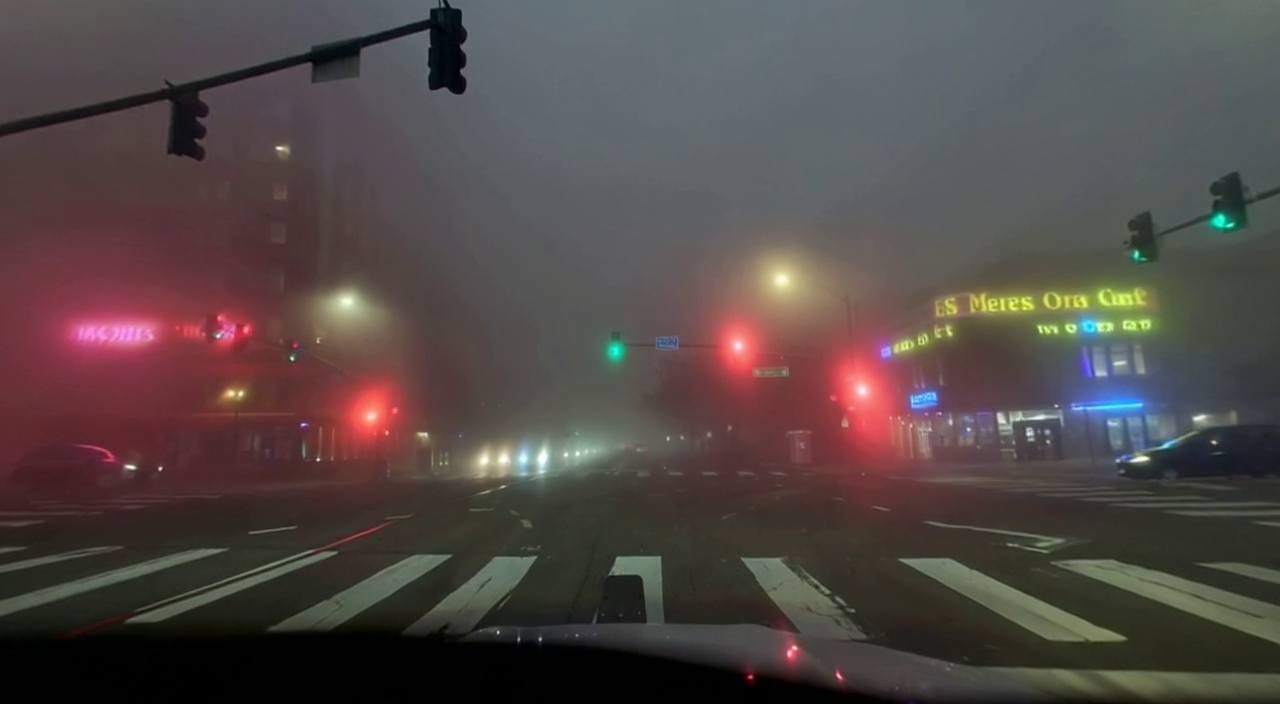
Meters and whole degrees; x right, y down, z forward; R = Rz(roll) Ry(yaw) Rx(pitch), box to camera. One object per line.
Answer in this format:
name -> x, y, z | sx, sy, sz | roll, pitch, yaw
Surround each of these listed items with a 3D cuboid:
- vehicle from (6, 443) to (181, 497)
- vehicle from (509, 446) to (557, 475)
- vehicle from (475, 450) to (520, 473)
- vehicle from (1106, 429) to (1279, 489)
vehicle -> -21.158, 4.543, 24.585 | 5.161, 1.910, 2.275 | -2, -9, 11
vehicle -> -6.782, 6.915, 40.586 | 2.181, 1.703, 4.512 | -1, -9, 1
vehicle -> -9.846, 7.607, 44.002 | 2.106, 1.505, 4.228 | 0, -9, 0
vehicle -> 15.418, 2.799, 16.602 | 4.651, 1.463, 1.880 | -2, -9, 8
